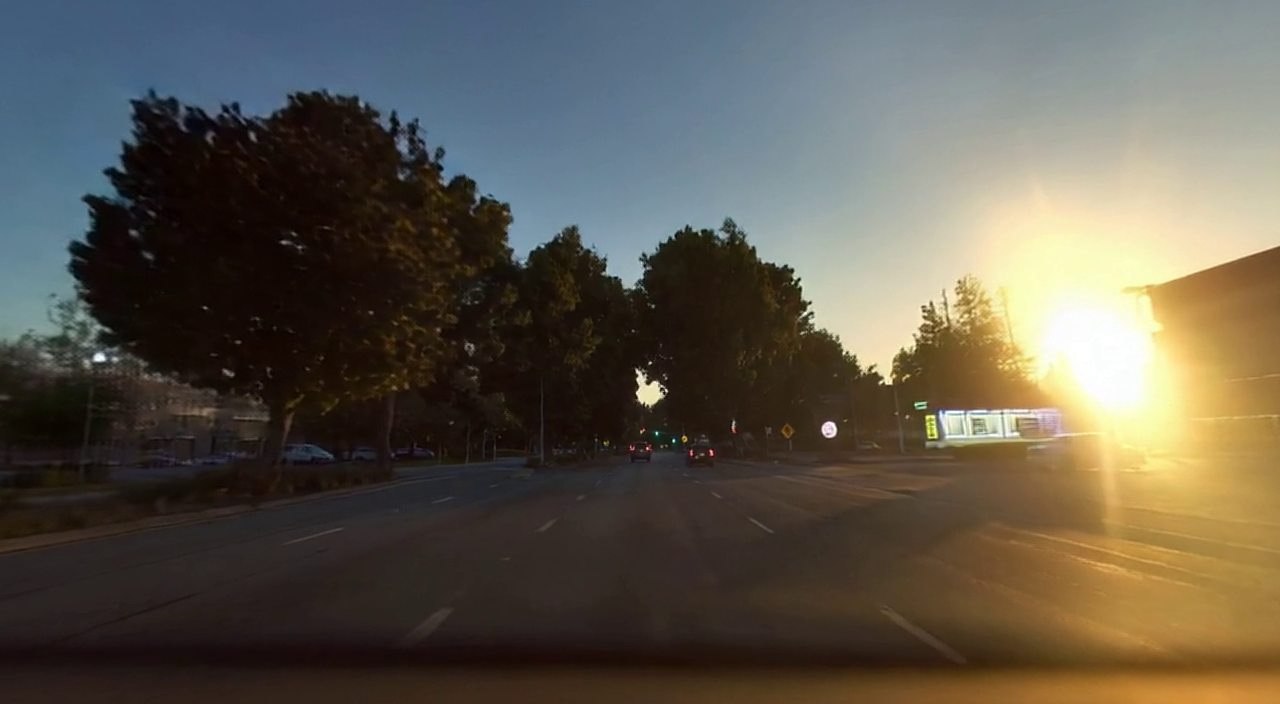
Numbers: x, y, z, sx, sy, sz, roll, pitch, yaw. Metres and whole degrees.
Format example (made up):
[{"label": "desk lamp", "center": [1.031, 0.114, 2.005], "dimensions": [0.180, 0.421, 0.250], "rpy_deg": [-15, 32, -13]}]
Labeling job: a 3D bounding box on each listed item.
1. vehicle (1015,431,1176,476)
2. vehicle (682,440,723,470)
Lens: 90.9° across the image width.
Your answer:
[{"label": "vehicle", "center": [16.787, 3.752, 23.429], "dimensions": [4.233, 1.562, 2.143], "rpy_deg": [0, -8, 1]}, {"label": "vehicle", "center": [3.801, 6.354, 39.091], "dimensions": [2.007, 1.683, 4.171], "rpy_deg": [0, -8, -1]}]
